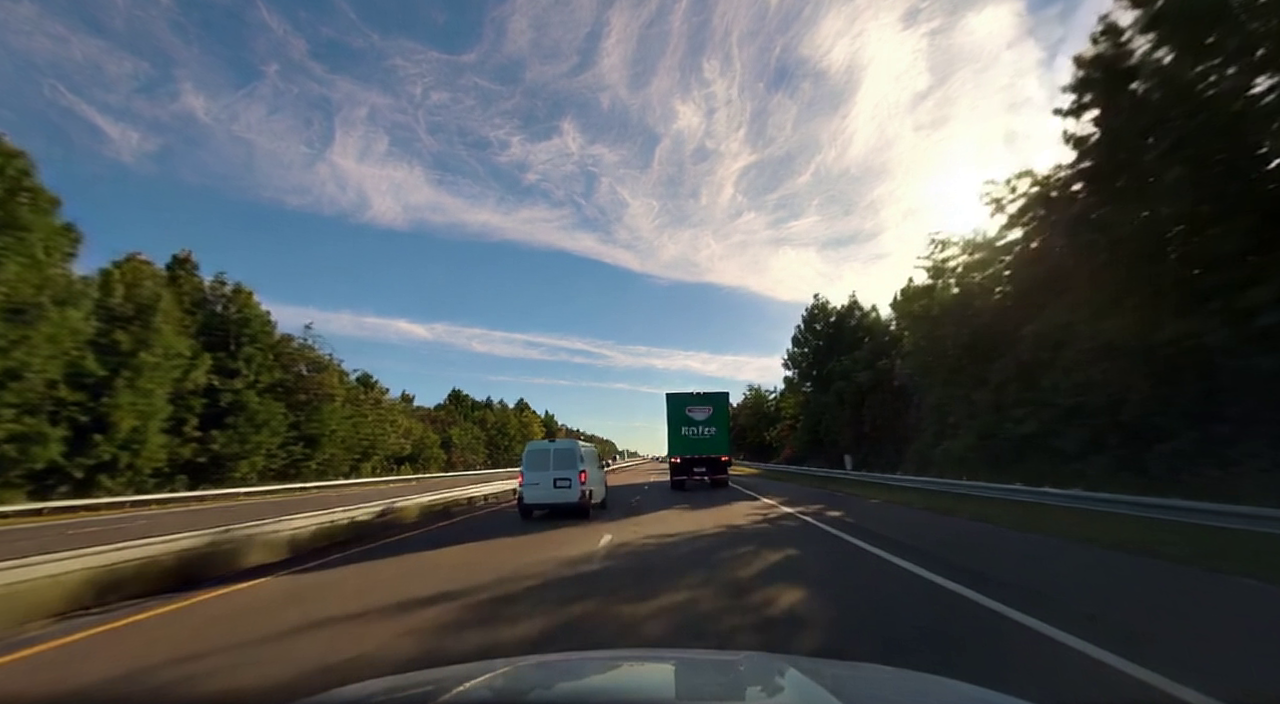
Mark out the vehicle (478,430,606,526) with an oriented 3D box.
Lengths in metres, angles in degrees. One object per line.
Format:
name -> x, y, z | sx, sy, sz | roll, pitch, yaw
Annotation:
vehicle -> -2.041, 2.800, 14.528 | 2.105, 1.865, 4.102 | -1, -9, 3

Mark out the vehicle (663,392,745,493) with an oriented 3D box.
vehicle -> 2.775, 4.562, 31.354 | 3.030, 3.985, 12.707 | 0, -9, 1
